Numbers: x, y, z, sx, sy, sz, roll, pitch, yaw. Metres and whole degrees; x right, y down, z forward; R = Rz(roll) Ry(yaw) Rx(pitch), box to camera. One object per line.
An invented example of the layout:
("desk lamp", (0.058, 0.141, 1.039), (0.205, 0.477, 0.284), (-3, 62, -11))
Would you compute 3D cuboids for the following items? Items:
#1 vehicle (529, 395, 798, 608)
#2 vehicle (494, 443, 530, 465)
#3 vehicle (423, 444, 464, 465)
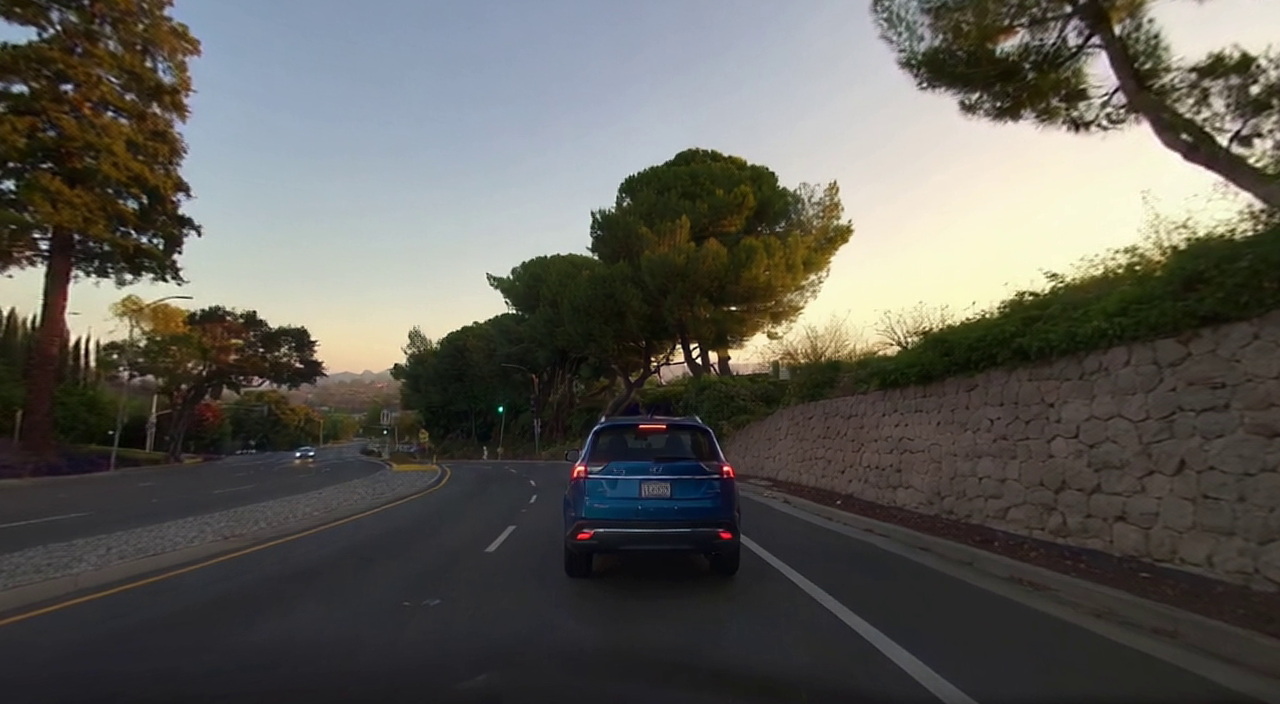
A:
("vehicle", (0.021, 1.565, 7.559), (2.287, 1.762, 4.269), (1, -8, -5))
("vehicle", (-9.546, 7.540, 46.951), (1.837, 1.483, 4.559), (3, -9, -21))
("vehicle", (-14.897, 7.733, 47.780), (2.023, 1.474, 4.286), (5, -9, -29))
